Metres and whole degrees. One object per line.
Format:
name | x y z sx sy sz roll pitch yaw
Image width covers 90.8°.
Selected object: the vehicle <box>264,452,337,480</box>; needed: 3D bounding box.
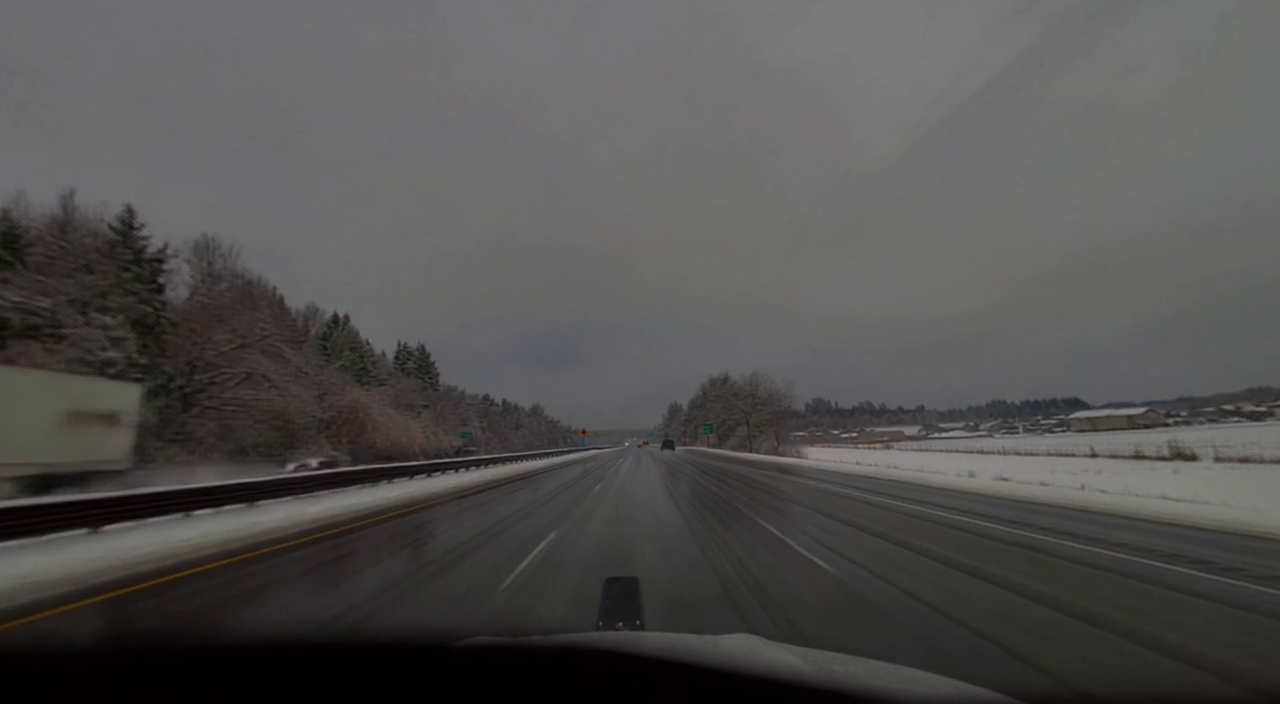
vehicle | -19.624 6.566 36.685 1.797 1.464 4.384 0 -9 0
